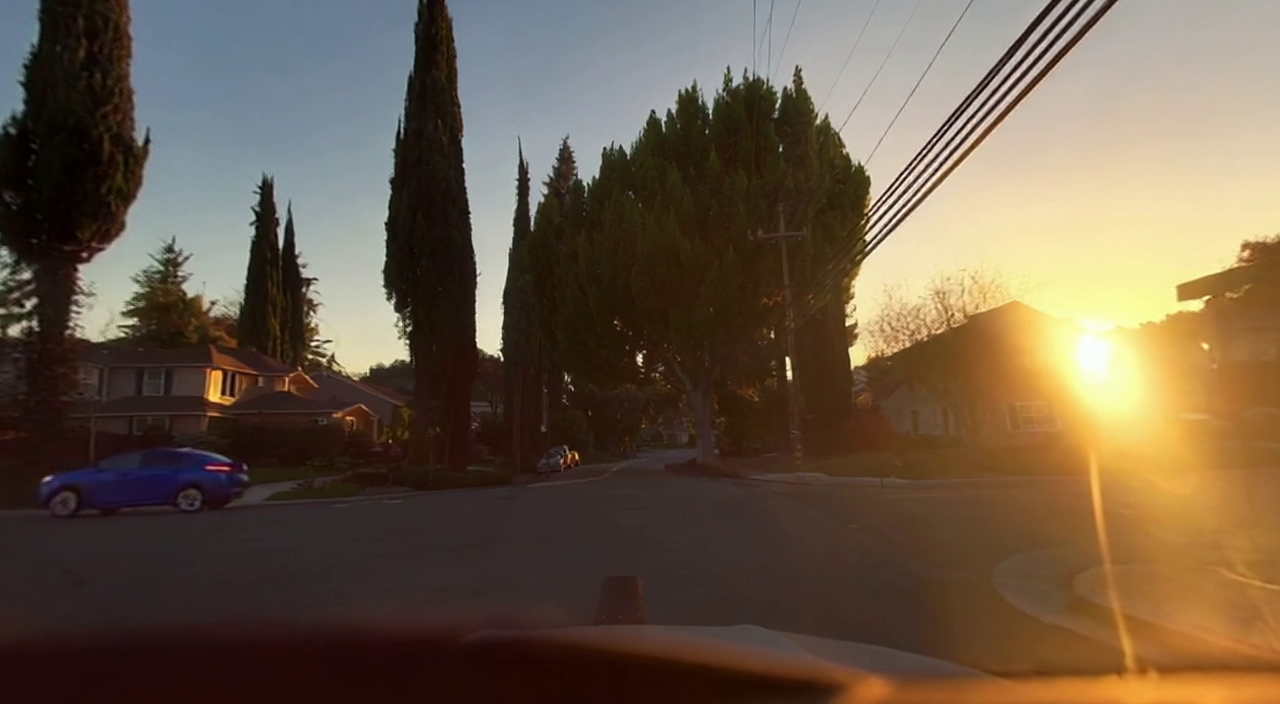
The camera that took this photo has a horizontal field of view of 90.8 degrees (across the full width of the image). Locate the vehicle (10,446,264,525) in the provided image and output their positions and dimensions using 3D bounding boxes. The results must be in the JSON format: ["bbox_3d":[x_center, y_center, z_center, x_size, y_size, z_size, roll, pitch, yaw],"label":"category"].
[{"bbox_3d":[-11.811,3.108,15.328,4.396,1.596,1.988,3,-9,-26],"label":"vehicle"}]

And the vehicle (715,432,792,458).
[{"bbox_3d":[7.681,6.324,42.955,4.784,1.647,1.947,0,-8,-5],"label":"vehicle"}]
